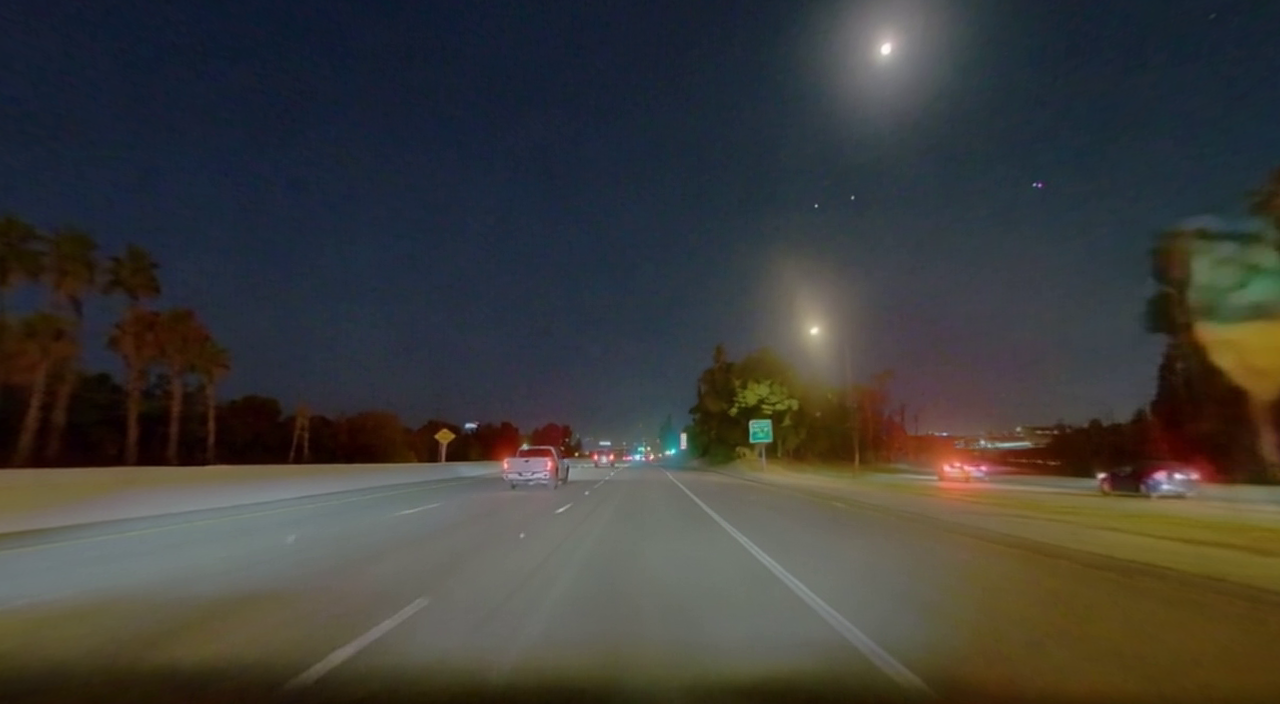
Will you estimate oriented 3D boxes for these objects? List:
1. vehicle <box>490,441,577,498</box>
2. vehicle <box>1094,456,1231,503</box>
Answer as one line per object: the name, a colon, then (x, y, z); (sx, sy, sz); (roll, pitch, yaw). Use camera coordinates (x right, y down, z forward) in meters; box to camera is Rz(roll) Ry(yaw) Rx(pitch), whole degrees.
vehicle: (-3.606, 4.089, 22.320); (2.162, 1.747, 4.791); (0, -9, 1)
vehicle: (22.758, 5.518, 27.780); (2.033, 1.794, 5.116); (-1, -9, 6)
